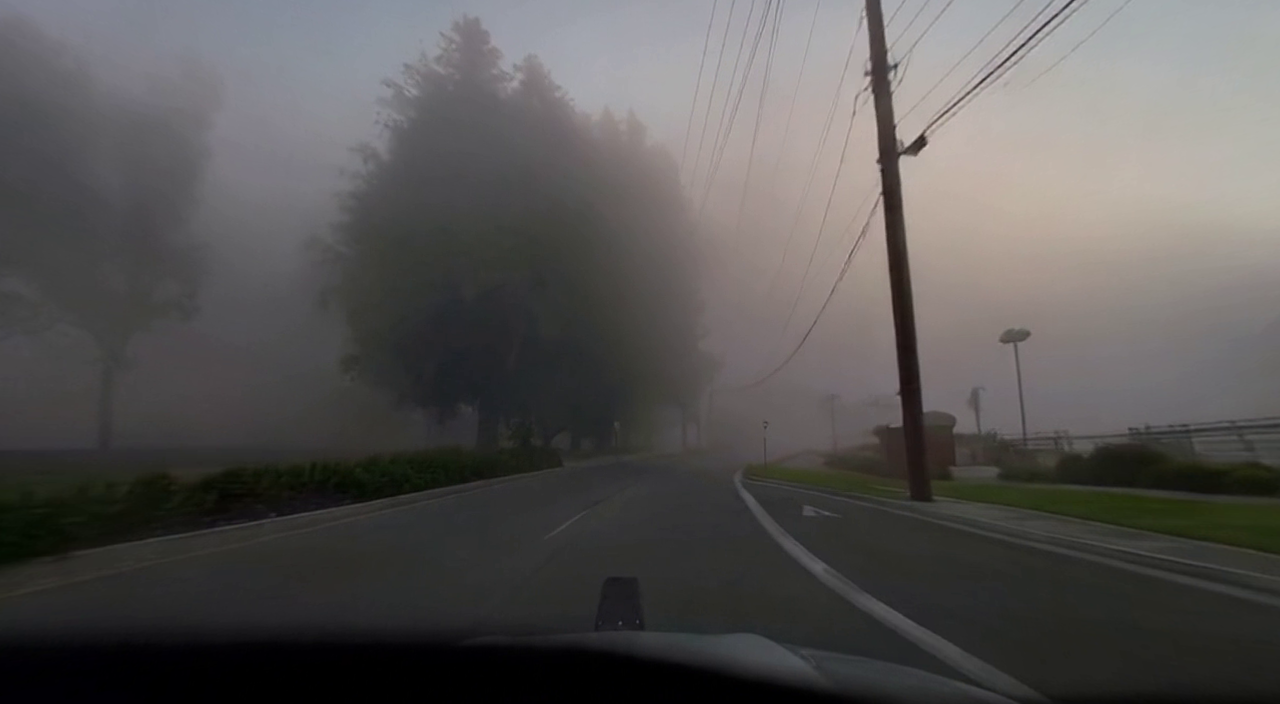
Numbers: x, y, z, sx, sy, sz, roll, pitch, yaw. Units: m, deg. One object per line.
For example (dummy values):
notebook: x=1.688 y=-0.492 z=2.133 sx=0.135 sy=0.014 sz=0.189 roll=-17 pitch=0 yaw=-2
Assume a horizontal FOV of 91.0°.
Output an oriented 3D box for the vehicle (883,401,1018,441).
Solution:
vehicle: x=15.787 y=3.596 z=32.384 sx=5.745 sy=1.902 sz=2.244 roll=-1 pitch=-9 yaw=11
